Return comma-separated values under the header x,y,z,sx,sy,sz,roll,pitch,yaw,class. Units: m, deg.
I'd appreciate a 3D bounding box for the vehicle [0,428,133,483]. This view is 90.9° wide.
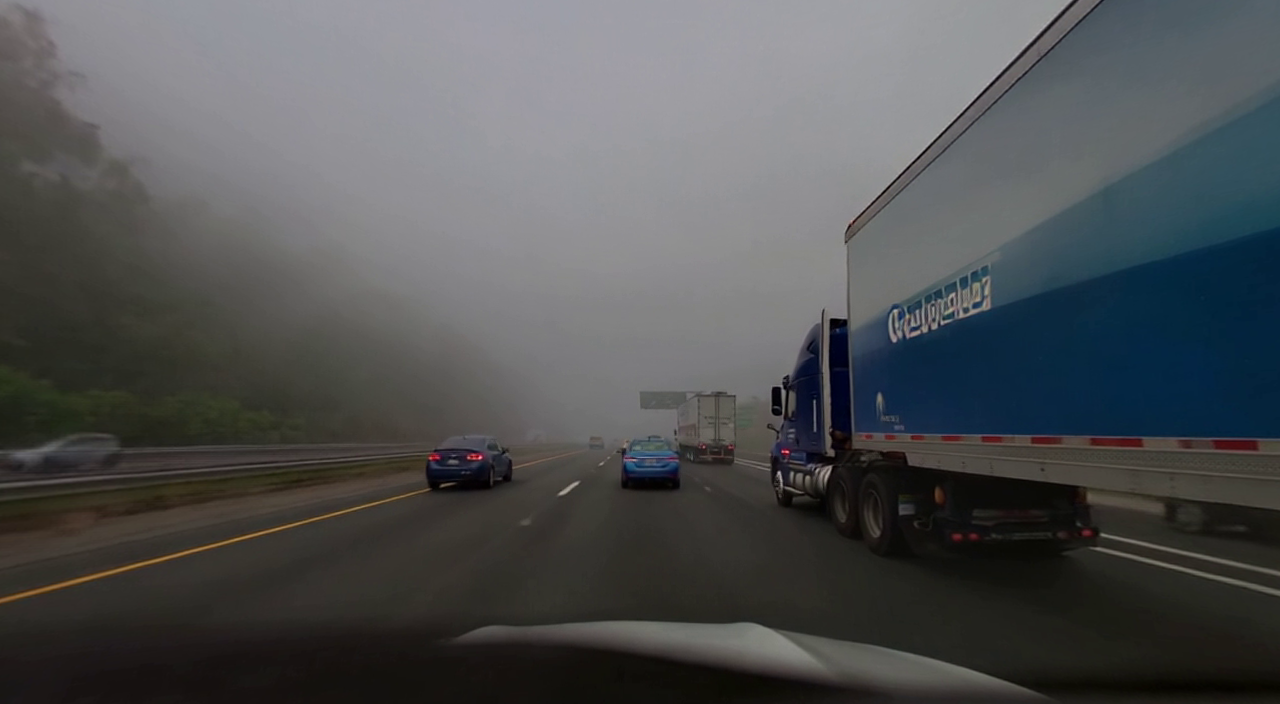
x,y,z,sx,sy,sz,roll,pitch,yaw,class
-18.400,3.134,19.411,1.817,1.495,4.331,0,-8,2,vehicle

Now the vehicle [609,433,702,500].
x,y,z,sx,sy,sz,roll,pitch,yaw,class
0.327,2.711,15.452,2.021,1.435,3.611,0,-8,0,vehicle

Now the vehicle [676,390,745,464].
x,y,z,sx,sy,sz,roll,pitch,yaw,class
4.275,5.007,41.489,2.869,4.067,13.731,0,-8,0,vehicle

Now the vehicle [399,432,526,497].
x,y,z,sx,sy,sz,roll,pitch,yaw,class
-4.462,2.868,16.626,2.048,1.452,4.430,0,-8,0,vehicle

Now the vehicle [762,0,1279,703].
x,y,z,sx,sy,sz,roll,pitch,yaw,class
4.255,0.225,6.840,2.816,4.070,14.136,0,-8,-1,vehicle
